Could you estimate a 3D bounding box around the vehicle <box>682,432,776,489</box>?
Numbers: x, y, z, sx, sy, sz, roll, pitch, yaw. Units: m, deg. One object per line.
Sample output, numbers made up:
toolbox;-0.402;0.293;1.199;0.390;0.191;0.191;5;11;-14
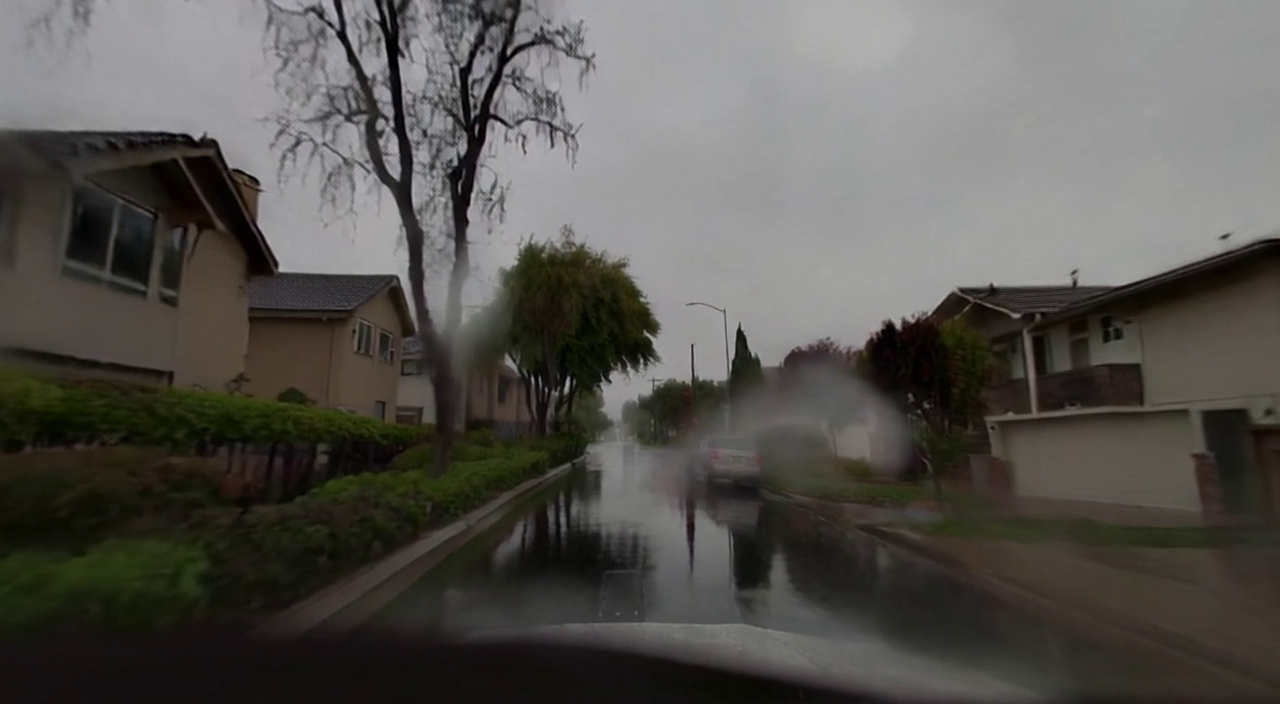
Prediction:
vehicle;2.512;3.155;18.779;1.955;1.498;4.046;0;-8;-4
